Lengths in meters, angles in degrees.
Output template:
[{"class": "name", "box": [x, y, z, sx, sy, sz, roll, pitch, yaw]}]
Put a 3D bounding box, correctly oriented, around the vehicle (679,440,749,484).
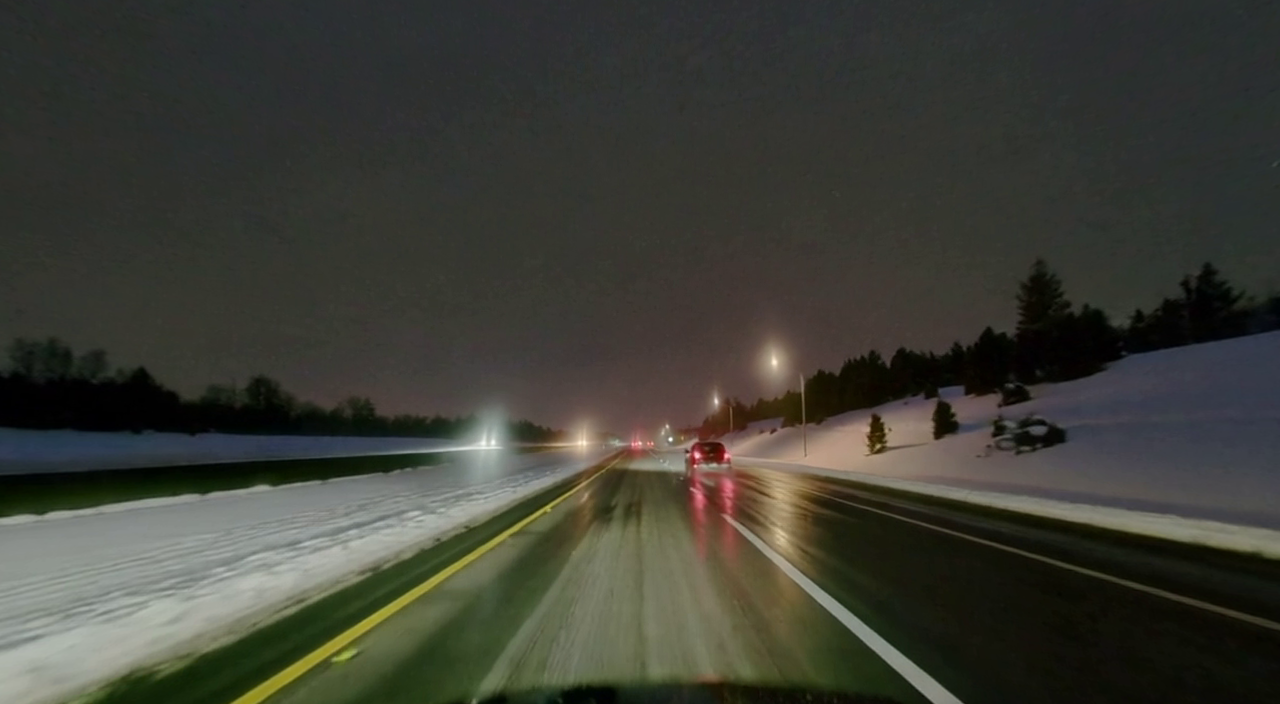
[{"class": "vehicle", "box": [2.692, 4.119, 23.935, 1.991, 1.475, 4.302, 0, -8, -2]}]
